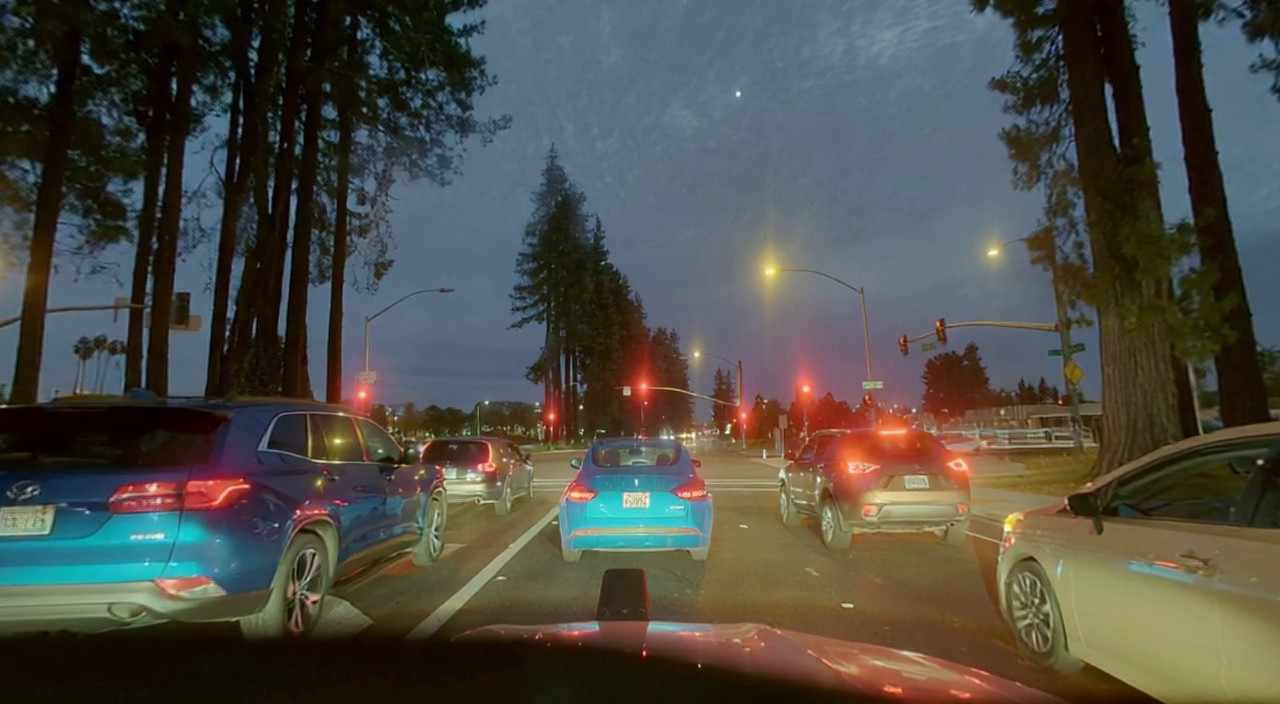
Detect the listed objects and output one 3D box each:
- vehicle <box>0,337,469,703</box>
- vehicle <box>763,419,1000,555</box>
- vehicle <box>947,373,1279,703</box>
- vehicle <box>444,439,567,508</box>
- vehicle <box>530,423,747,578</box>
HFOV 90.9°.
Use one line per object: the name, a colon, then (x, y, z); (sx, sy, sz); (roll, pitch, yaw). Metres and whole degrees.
vehicle: (-3.147, 1.145, 5.044); (2.168, 1.750, 4.625); (-1, -8, 1)
vehicle: (3.401, 1.990, 10.009); (2.040, 1.647, 4.379); (0, -8, 1)
vehicle: (3.317, 0.948, 2.824); (1.899, 1.588, 3.888); (0, -8, 0)
vehicle: (-3.063, 2.858, 15.309); (1.975, 1.420, 4.196); (0, -8, 1)
vehicle: (-0.036, 1.775, 8.319); (2.147, 1.507, 3.953); (0, -8, -1)
